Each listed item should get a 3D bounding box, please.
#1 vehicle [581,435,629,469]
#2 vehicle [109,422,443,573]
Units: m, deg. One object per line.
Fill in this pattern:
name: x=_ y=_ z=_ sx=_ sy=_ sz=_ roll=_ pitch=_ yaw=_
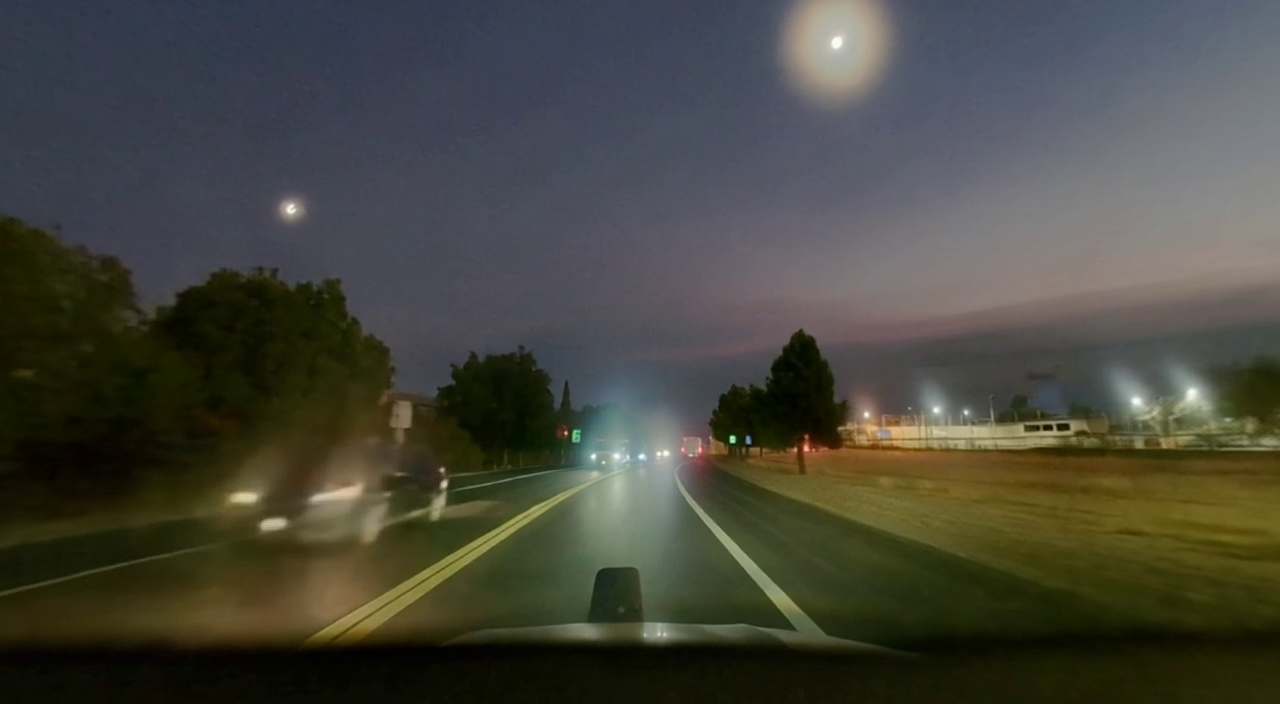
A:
vehicle: x=-2.555 y=7.704 z=49.001 sx=2.825 sy=2.376 sz=7.468 roll=-1 pitch=-8 yaw=4
vehicle: x=-4.569 y=1.874 z=8.964 sx=2.049 sy=1.566 sz=4.387 roll=-1 pitch=-8 yaw=1
